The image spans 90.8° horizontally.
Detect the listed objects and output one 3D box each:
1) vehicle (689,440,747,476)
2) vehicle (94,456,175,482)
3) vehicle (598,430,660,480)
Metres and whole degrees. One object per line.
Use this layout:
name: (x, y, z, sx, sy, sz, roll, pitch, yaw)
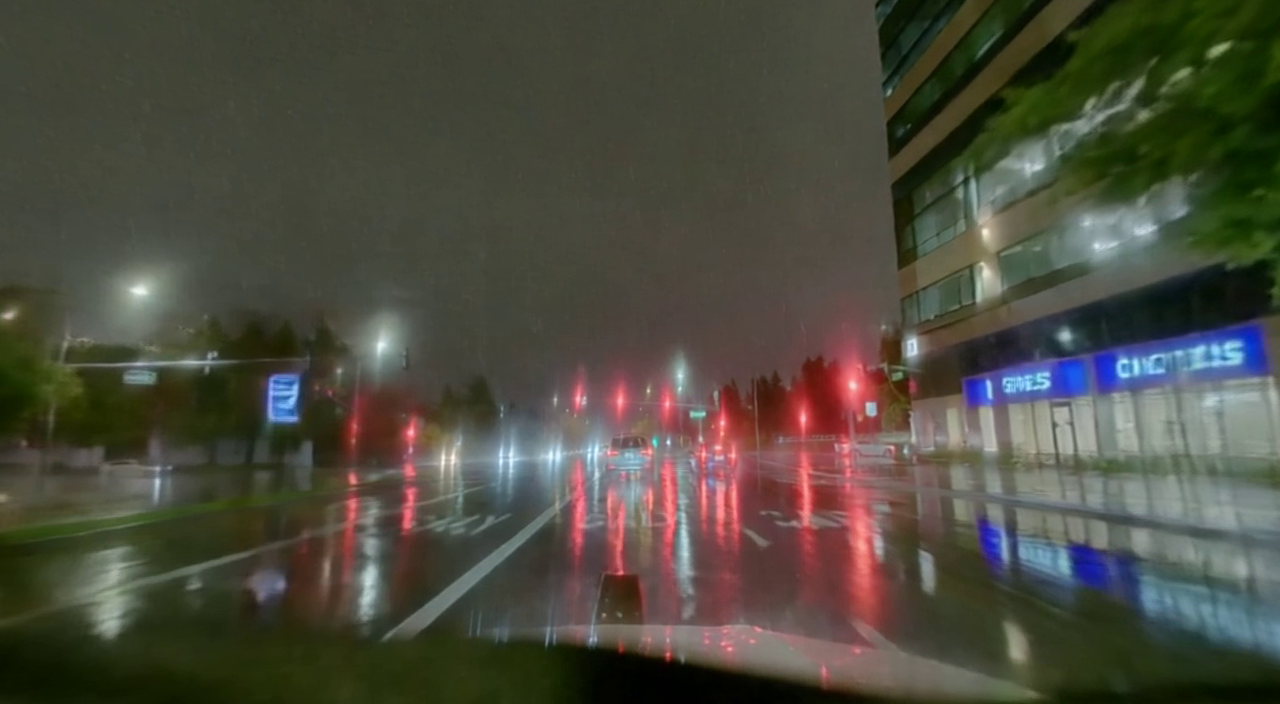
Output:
vehicle: (3.467, 4.823, 28.925, 2.080, 1.472, 4.401, 0, -9, -1)
vehicle: (-39.599, 9.138, 49.557, 4.610, 1.691, 2.034, -3, -8, -2)
vehicle: (-0.416, 4.204, 25.979, 2.313, 1.860, 4.319, 0, -9, 0)
